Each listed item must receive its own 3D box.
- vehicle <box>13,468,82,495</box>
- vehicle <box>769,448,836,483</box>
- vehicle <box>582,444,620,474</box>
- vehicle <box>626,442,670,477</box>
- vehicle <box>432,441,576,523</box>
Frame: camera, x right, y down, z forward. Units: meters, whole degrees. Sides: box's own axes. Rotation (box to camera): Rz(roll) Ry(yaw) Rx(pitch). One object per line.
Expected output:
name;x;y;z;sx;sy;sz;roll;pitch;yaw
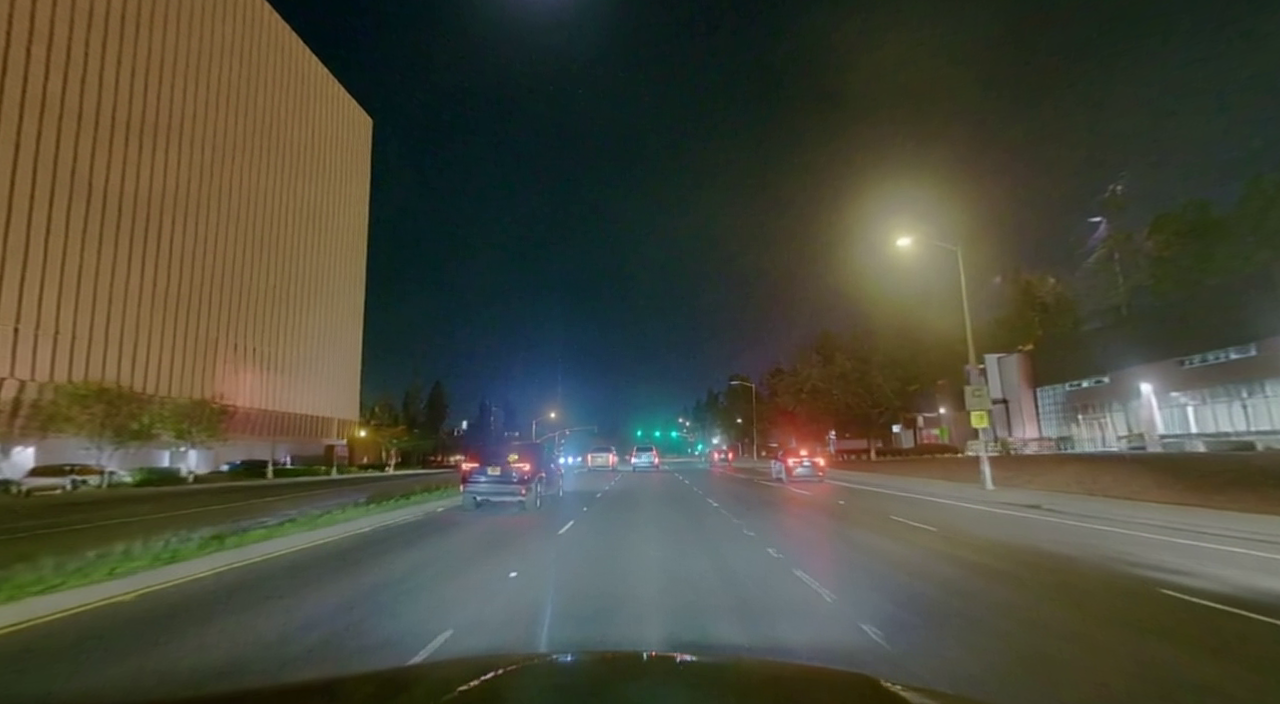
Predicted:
vehicle;-39.800;8.694;42.484;1.802;1.530;4.596;4;-9;-23
vehicle;7.274;5.113;28.714;1.884;1.458;4.245;0;-9;0
vehicle;-2.485;7.016;41.586;2.117;1.799;4.442;0;-9;1
vehicle;0.448;5.916;34.926;2.304;1.795;4.526;0;-9;1
vehicle;-2.735;2.744;13.868;2.095;1.486;4.411;0;-9;1
